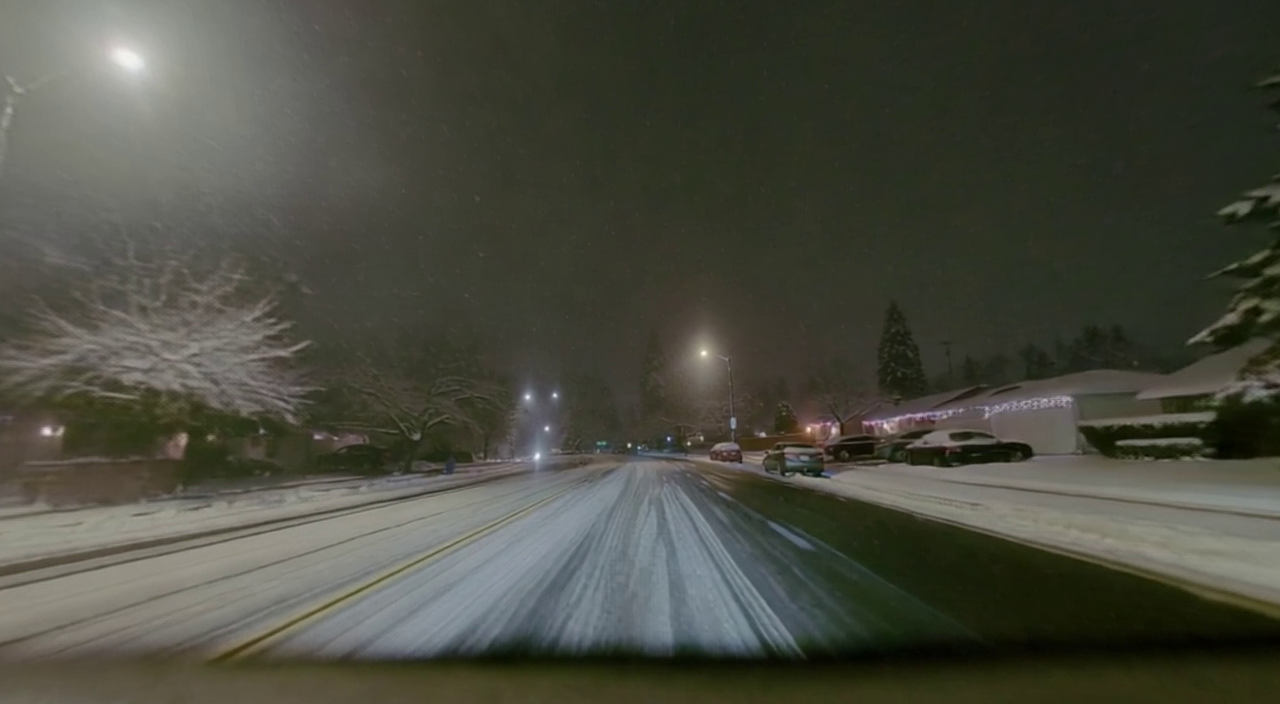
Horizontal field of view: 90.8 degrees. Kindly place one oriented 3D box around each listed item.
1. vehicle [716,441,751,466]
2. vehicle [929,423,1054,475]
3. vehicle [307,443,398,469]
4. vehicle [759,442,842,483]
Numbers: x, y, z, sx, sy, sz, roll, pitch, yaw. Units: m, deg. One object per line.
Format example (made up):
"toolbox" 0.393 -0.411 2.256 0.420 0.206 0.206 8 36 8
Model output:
"vehicle" 6.918 7.575 47.244 1.996 1.745 4.556 -1 -8 2
"vehicle" 13.358 3.759 24.443 1.978 1.738 4.734 -2 -9 -1
"vehicle" -21.128 7.660 46.563 5.659 1.769 2.073 0 -8 -2
"vehicle" 6.524 4.537 26.337 2.042 1.511 5.029 0 -8 -2
